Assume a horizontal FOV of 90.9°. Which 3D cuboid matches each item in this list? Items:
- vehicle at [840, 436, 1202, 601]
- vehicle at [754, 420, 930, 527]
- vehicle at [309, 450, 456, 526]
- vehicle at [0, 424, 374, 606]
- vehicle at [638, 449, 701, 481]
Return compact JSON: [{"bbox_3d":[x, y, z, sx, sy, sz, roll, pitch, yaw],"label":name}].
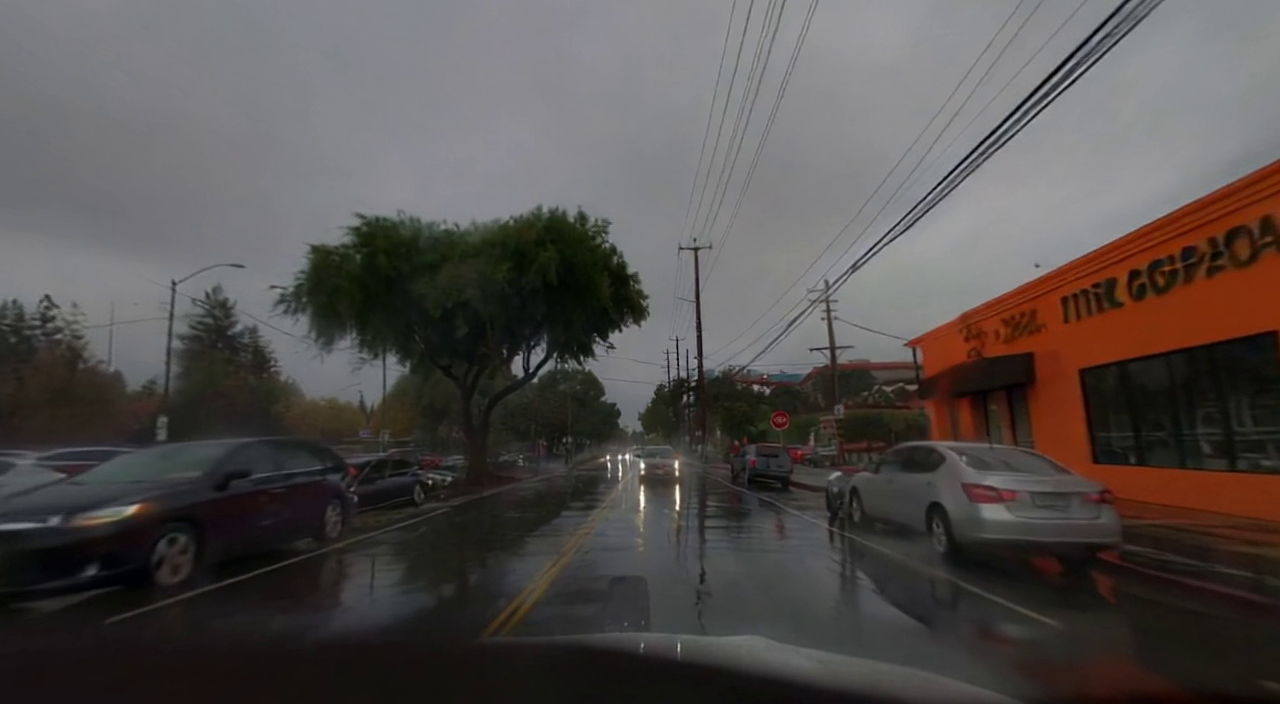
[{"bbox_3d":[4.135,1.825,7.964,1.840,1.452,4.517,0,-8,2],"label":"vehicle"},{"bbox_3d":[4.069,2.505,13.756,2.178,1.856,4.756,2,-7,-1],"label":"vehicle"},{"bbox_3d":[-5.709,3.011,14.509,1.820,1.482,3.737,0,-8,-1],"label":"vehicle"},{"bbox_3d":[-5.885,1.995,8.869,2.146,1.775,5.117,0,-8,-2],"label":"vehicle"},{"bbox_3d":[1.588,5.685,32.147,2.033,1.464,4.645,-3,-9,18],"label":"vehicle"}]
